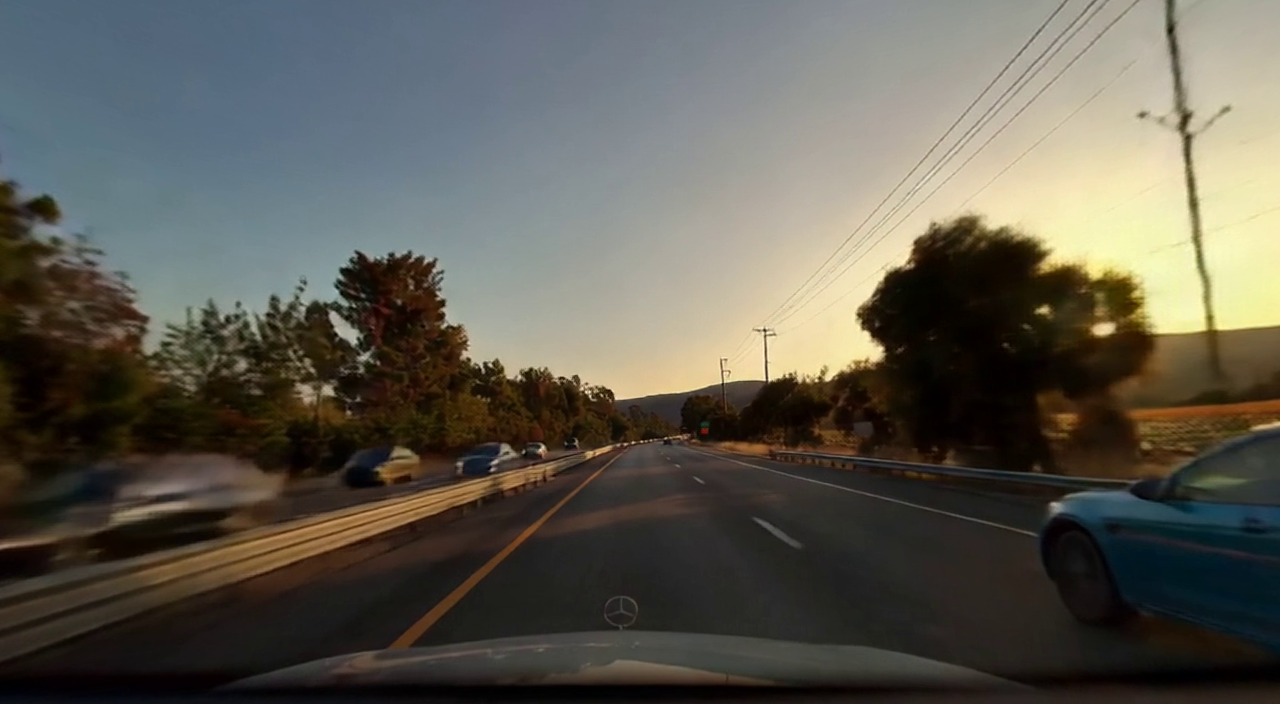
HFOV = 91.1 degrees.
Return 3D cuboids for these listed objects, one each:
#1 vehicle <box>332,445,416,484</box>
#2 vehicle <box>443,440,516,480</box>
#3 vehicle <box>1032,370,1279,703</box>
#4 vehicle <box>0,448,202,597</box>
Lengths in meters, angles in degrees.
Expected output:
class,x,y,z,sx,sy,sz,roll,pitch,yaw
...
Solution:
class,x,y,z,sx,sy,sz,roll,pitch,yaw
vehicle,-11.177,4.702,26.643,1.908,1.498,3.773,0,-8,0
vehicle,-6.953,4.706,27.696,2.091,1.587,4.158,0,-8,1
vehicle,3.733,0.798,2.226,2.032,1.562,4.029,0,-8,0
vehicle,-7.578,1.911,7.428,2.000,1.485,3.887,0,-8,-1
